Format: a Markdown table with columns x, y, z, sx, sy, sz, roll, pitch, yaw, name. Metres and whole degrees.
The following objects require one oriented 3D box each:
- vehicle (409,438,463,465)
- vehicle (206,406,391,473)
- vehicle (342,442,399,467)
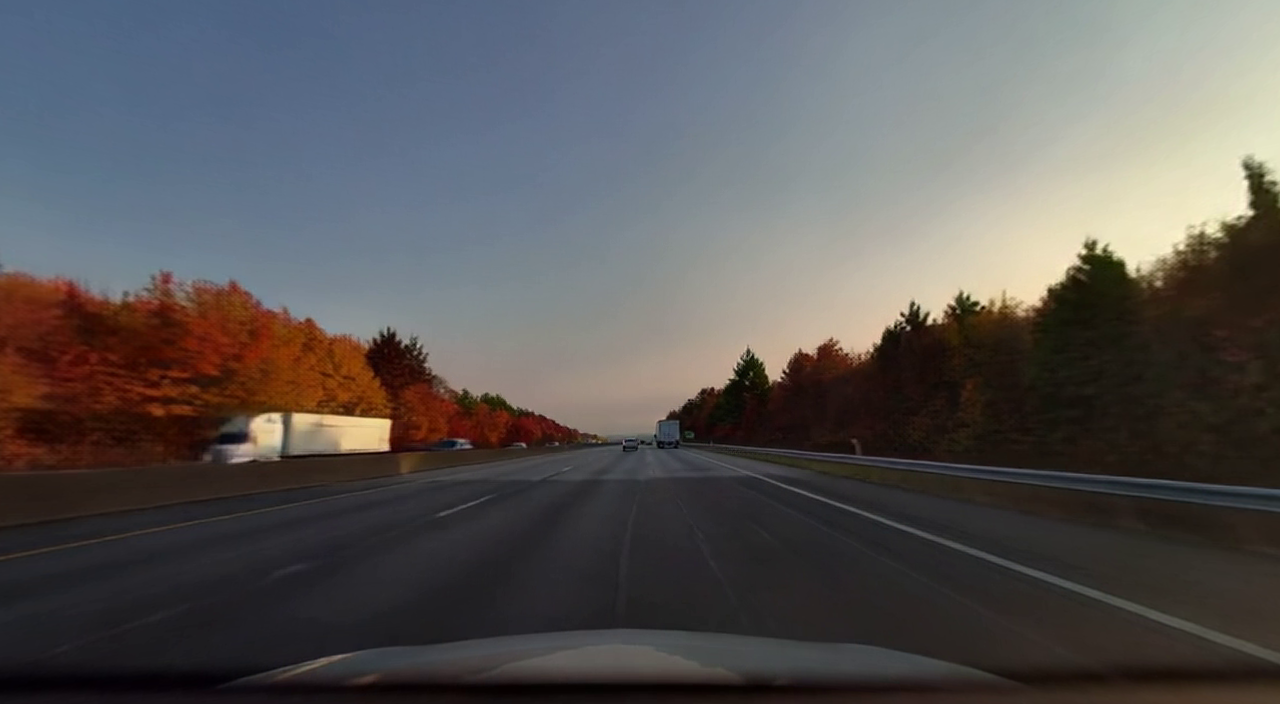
| x | y | z | sx | sy | sz | roll | pitch | yaw | name |
| --- | --- | --- | --- | --- | --- | --- | --- | --- | --- |
| -14.166 | 6.912 | 43.904 | 2.066 | 1.794 | 4.755 | -1 | -8 | 2 | vehicle |
| -22.630 | 6.125 | 43.929 | 3.424 | 3.766 | 16.922 | -1 | -8 | 1 | vehicle |
| -18.627 | 7.052 | 43.572 | 2.072 | 1.602 | 4.032 | -1 | -8 | 1 | vehicle |
